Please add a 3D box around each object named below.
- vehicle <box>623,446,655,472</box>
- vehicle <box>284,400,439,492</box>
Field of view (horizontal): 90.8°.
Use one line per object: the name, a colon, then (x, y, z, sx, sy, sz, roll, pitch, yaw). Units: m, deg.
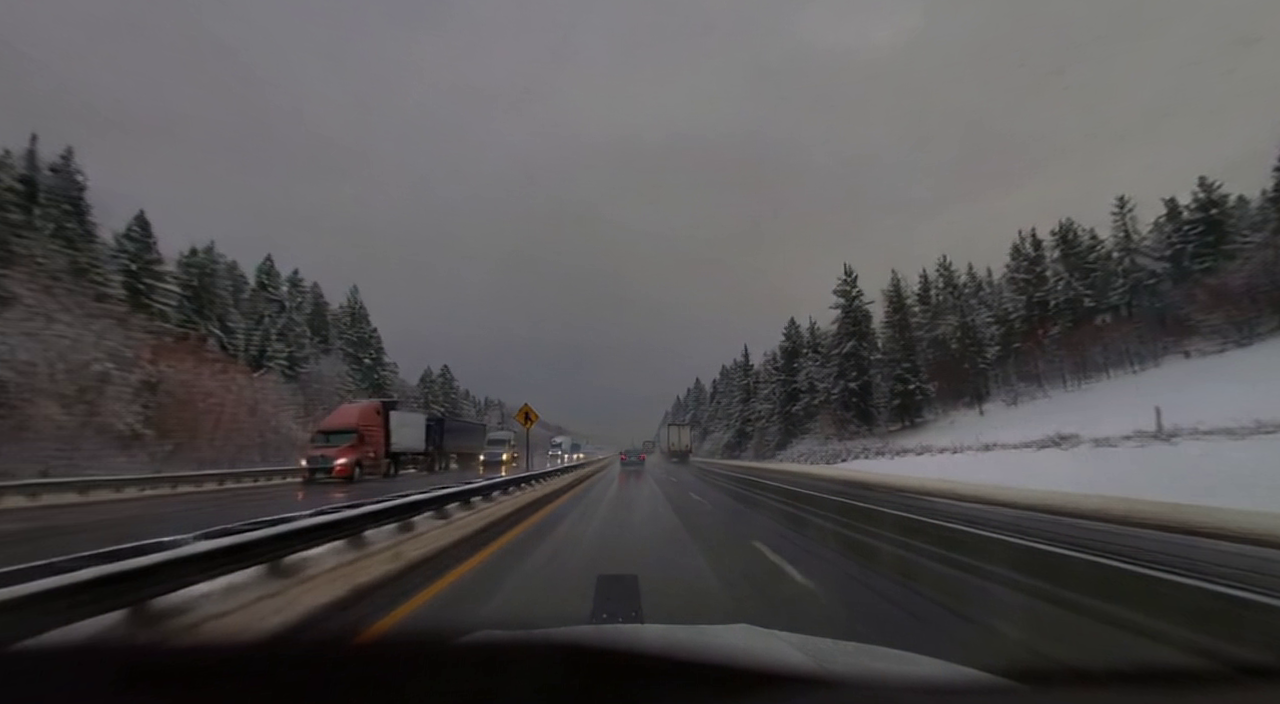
vehicle: (-0.090, 7.459, 44.275, 2.137, 1.689, 4.051, 0, -9, 0)
vehicle: (-13.190, 4.695, 31.447, 2.919, 3.755, 10.586, 0, -9, 0)
